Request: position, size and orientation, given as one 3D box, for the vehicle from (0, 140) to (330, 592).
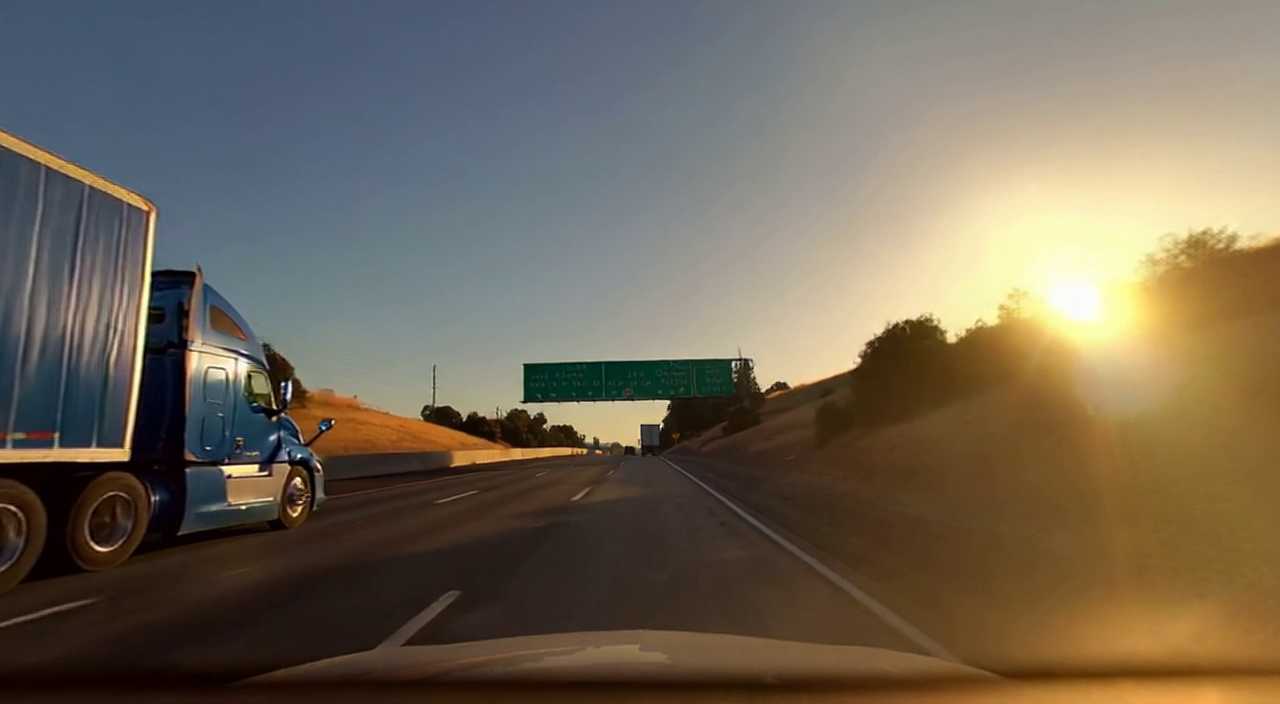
[{"bbox_3d":[-7.105,0.265,6.537,2.996,3.947,8.600,0,-9,2],"label":"vehicle"}]
